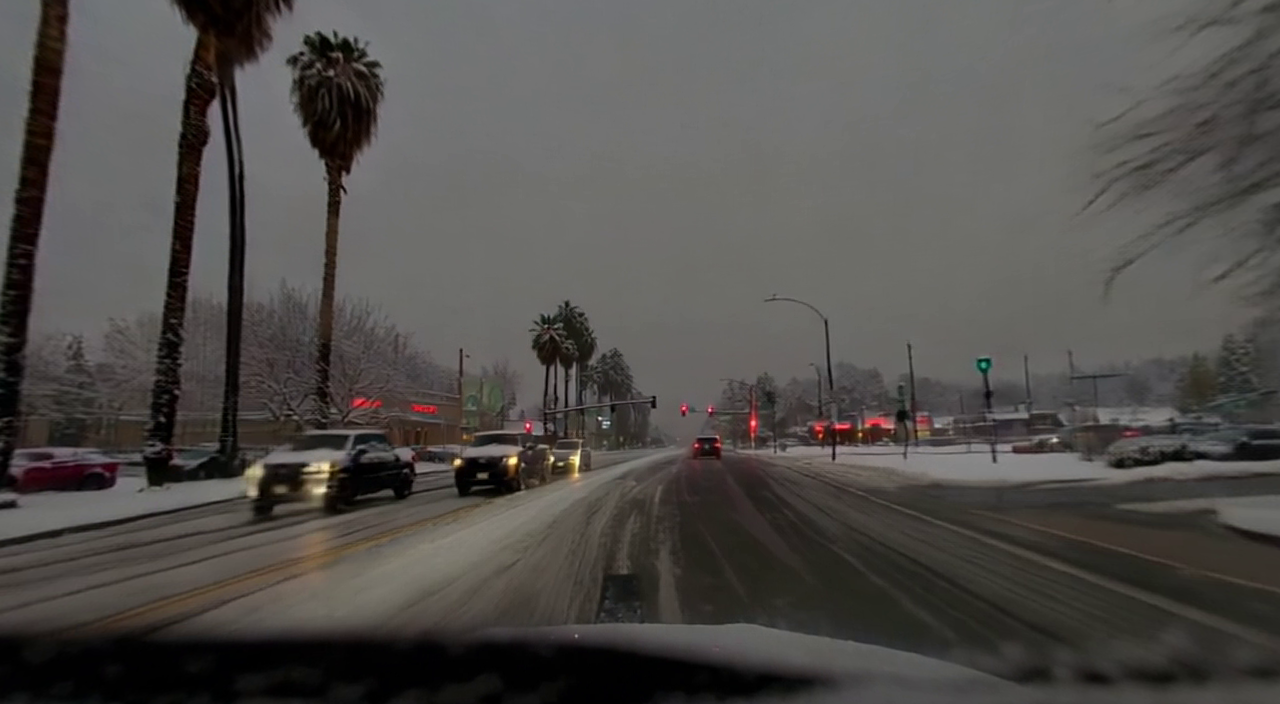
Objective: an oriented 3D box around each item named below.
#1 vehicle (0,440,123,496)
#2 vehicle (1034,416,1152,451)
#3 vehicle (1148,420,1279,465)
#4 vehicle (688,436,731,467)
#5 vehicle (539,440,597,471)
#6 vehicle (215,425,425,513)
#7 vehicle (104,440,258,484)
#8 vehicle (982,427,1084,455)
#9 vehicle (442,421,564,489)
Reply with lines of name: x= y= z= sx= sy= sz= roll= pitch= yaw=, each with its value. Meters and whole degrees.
vehicle: x=-20.328 y=3.836 z=20.885 sx=4.498 sy=1.729 sz=2.102 roll=-1 pitch=-9 yaw=2
vehicle: x=26.562 y=4.851 z=37.117 sx=2.308 sy=1.868 sz=4.999 roll=4 pitch=-9 yaw=-25
vehicle: x=19.802 y=3.012 z=20.924 sx=4.140 sy=1.422 sz=1.869 roll=0 pitch=-8 yaw=2
vehicle: x=3.595 y=5.200 z=33.129 sx=2.065 sy=1.507 sz=4.225 roll=-1 pitch=-8 yaw=4
vehicle: x=-3.660 y=5.359 z=32.873 sx=2.090 sy=1.489 sz=4.909 roll=-1 pitch=-8 yaw=5
vehicle: x=-8.351 y=3.104 z=17.403 sx=2.328 sy=1.976 sz=5.915 roll=-1 pitch=-8 yaw=5
vehicle: x=-19.593 y=4.700 z=27.018 sx=5.050 sy=1.758 sz=2.134 roll=-1 pitch=-9 yaw=5
vehicle: x=23.077 y=5.243 z=37.123 sx=2.028 sy=1.556 sz=4.625 roll=4 pitch=-9 yaw=-27
vehicle: x=-4.395 y=3.465 z=21.483 sx=2.551 sy=1.995 sz=5.615 roll=-1 pitch=-8 yaw=4
